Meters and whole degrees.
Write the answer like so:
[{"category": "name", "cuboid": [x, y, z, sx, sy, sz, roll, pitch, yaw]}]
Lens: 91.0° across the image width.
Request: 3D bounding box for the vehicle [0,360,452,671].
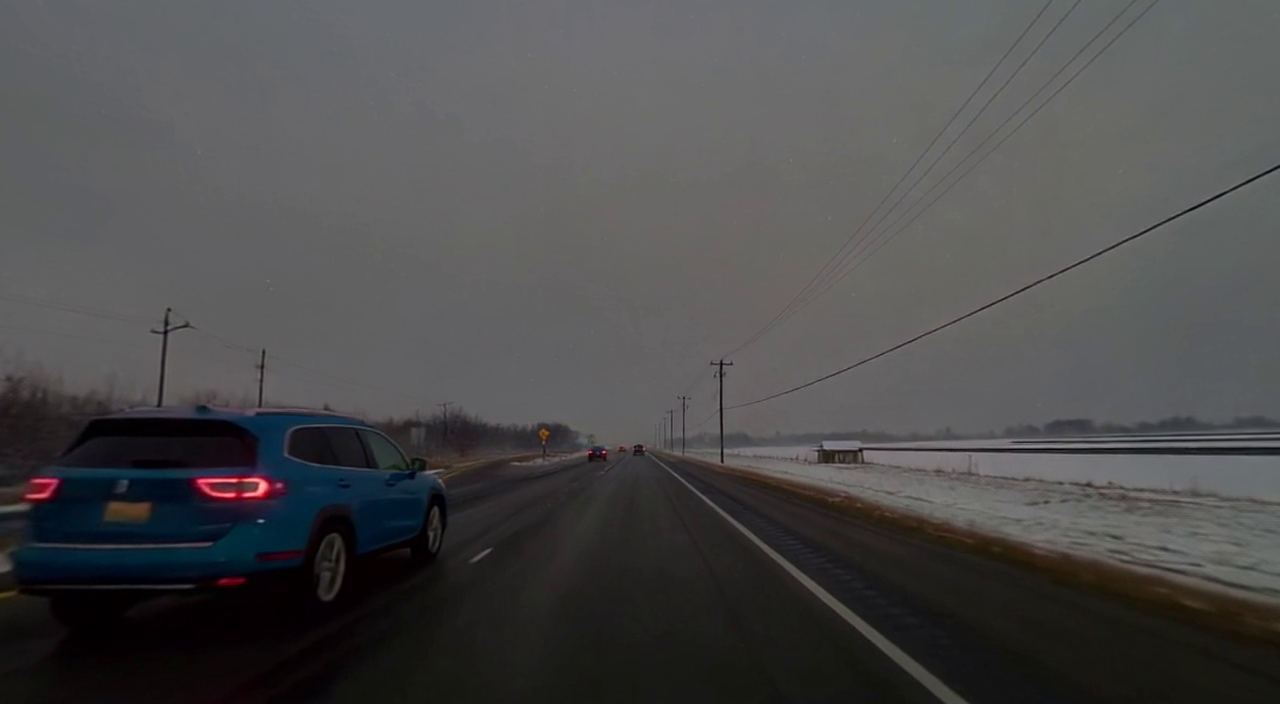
[{"category": "vehicle", "cuboid": [-3.637, 1.337, 6.254, 2.173, 1.863, 4.786, 0, -9, -2]}]
